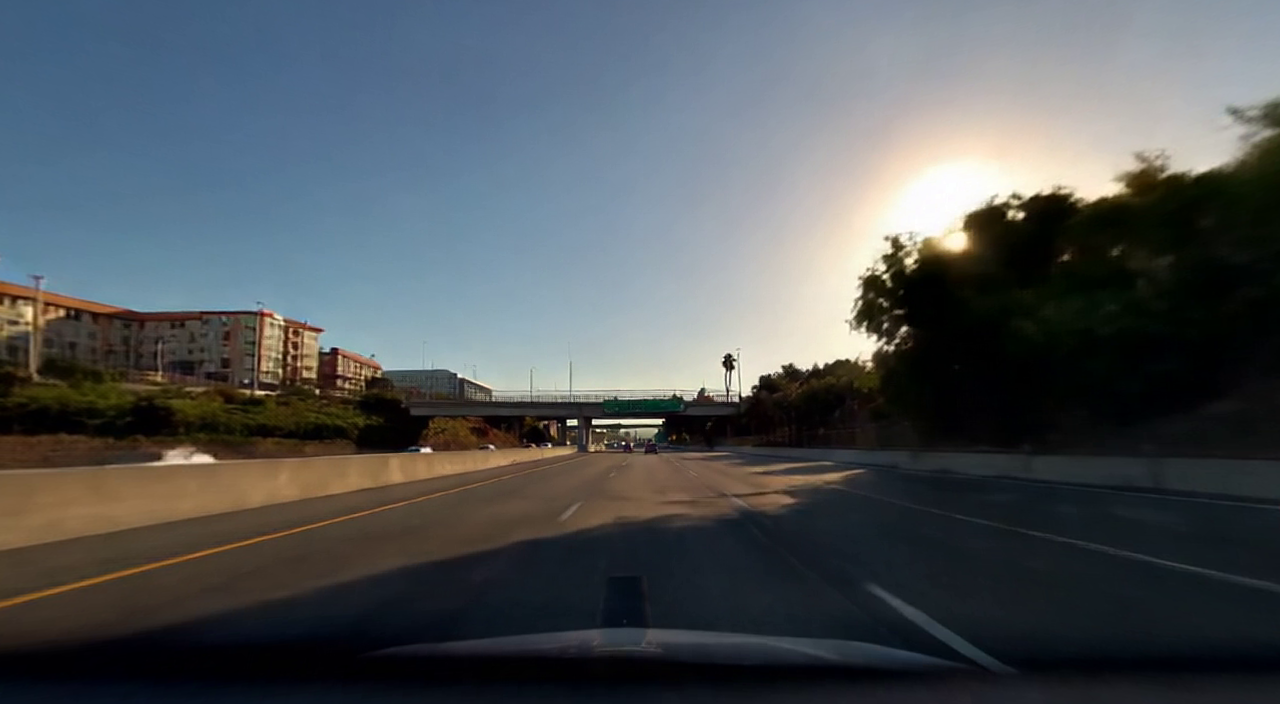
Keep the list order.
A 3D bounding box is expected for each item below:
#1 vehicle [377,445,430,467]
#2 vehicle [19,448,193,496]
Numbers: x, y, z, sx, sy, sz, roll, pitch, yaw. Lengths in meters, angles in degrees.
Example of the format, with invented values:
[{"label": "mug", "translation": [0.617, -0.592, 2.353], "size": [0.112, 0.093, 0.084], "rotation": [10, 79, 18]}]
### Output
[{"label": "vehicle", "translation": [-17.224, 7.598, 46.231], "size": [2.042, 1.464, 4.538], "rotation": [0, -8, 2]}, {"label": "vehicle", "translation": [-18.247, 4.099, 21.939], "size": [1.956, 1.444, 4.602], "rotation": [0, -8, 1]}]
